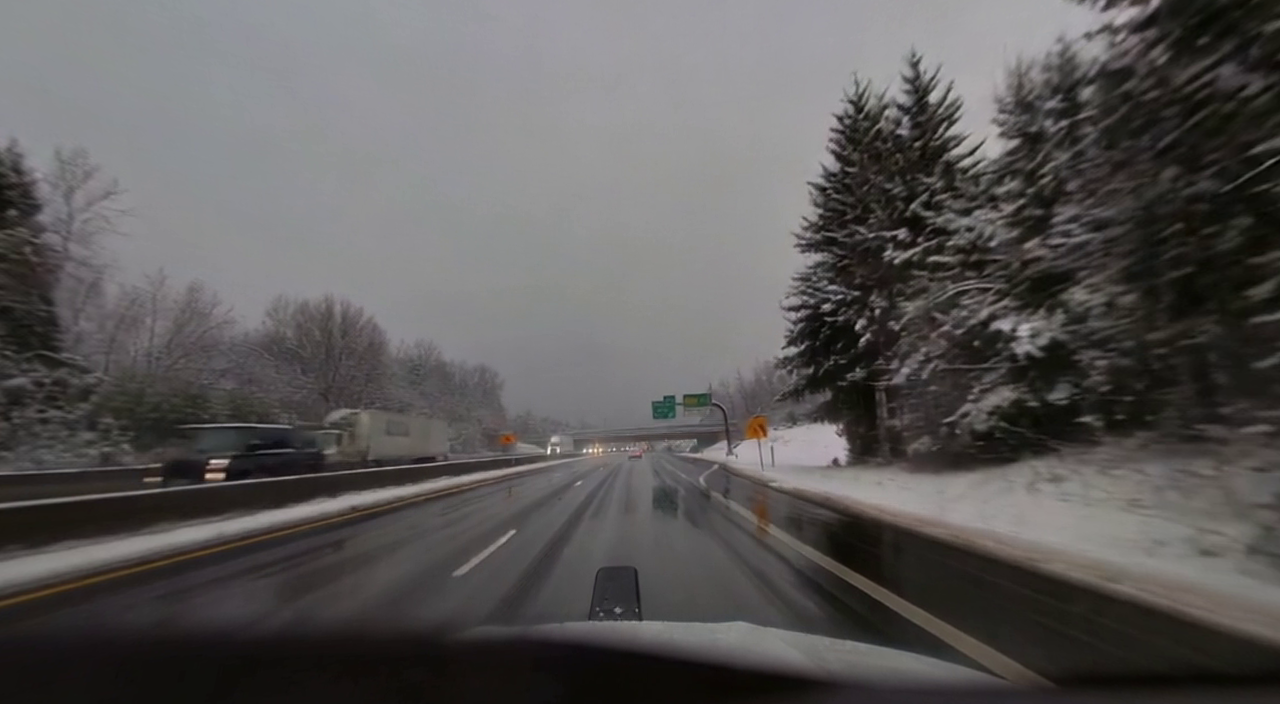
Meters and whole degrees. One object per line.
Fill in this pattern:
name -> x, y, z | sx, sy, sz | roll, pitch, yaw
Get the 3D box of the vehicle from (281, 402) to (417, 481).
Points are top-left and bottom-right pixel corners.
vehicle -> -17.063, 5.487, 38.020 | 3.153, 4.035, 10.671 | -1, -9, 0

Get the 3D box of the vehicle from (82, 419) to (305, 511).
vehicle -> -13.415, 3.449, 19.618 | 2.440, 2.384, 6.087 | -1, -9, 0
